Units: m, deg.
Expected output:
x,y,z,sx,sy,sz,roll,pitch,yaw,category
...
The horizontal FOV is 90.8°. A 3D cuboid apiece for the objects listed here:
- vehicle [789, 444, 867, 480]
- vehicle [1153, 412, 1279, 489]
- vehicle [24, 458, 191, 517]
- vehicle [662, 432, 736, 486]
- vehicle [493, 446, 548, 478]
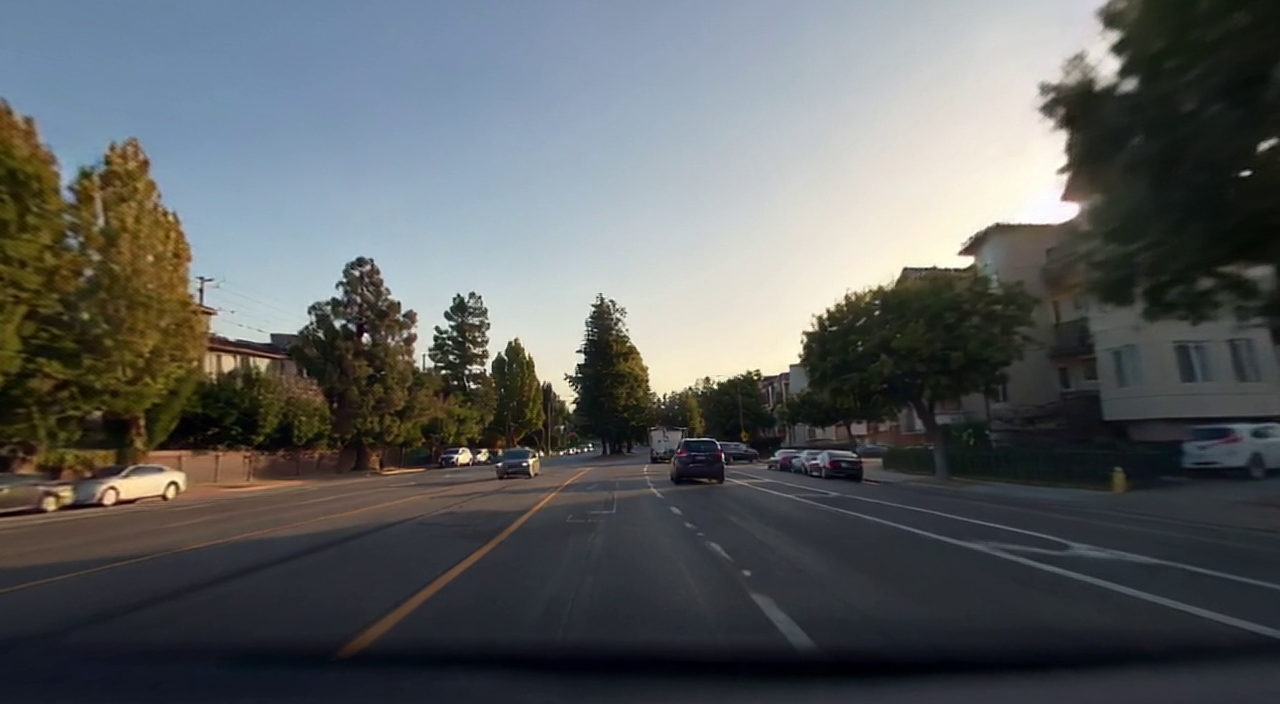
x,y,z,sx,sy,sz,roll,pitch,yaw,category
8.493,4.993,29.041,1.996,1.474,4.771,0,-8,-2,vehicle
16.251,2.415,15.628,5.007,1.793,2.031,-2,-9,12,vehicle
-18.316,4.627,22.078,1.937,1.612,4.515,-1,-7,-1,vehicle
2.006,3.824,22.898,2.085,1.763,4.490,0,-8,-2,vehicle
-5.886,5.448,31.624,1.958,1.501,4.294,0,-8,-1,vehicle
